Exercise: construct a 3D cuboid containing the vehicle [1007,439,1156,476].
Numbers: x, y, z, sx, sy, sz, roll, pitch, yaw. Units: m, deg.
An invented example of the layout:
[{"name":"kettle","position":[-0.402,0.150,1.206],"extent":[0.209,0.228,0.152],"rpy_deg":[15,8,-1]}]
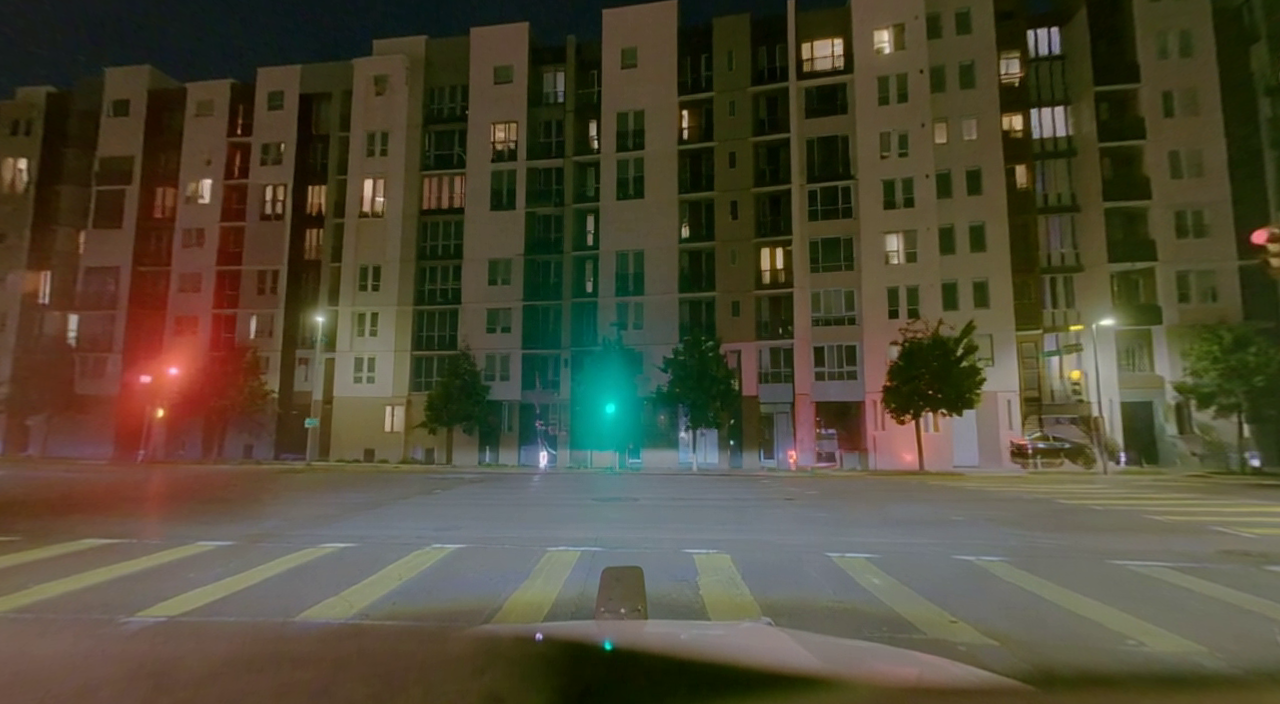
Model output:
[{"name":"vehicle","position":[18.572,4.460,26.695],"extent":[4.823,1.458,1.914],"rpy_deg":[0,-9,-1]}]
